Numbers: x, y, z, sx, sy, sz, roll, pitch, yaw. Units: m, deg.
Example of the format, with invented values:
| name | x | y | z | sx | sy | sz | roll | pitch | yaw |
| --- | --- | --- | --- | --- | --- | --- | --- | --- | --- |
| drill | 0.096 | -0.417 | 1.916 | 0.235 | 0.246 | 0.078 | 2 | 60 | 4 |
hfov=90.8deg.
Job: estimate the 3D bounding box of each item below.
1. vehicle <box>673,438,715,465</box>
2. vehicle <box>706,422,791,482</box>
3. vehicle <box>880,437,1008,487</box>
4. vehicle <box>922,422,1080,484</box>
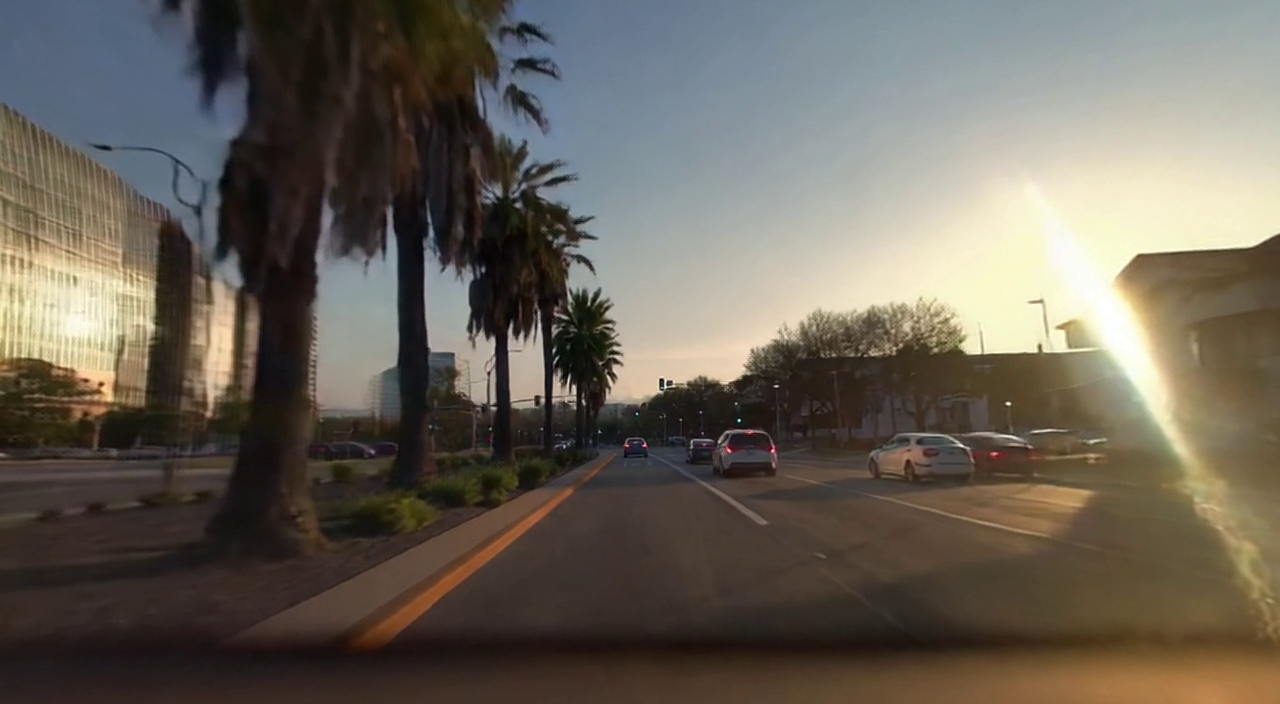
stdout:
| name | x | y | z | sx | sy | sz | roll | pitch | yaw |
| --- | --- | --- | --- | --- | --- | --- | --- | --- | --- |
| vehicle | 3.203 | 6.000 | 38.251 | 2.010 | 1.509 | 4.377 | 0 | -9 | -2 |
| vehicle | 3.757 | 3.584 | 22.838 | 2.104 | 1.910 | 4.693 | 0 | -9 | -2 |
| vehicle | 9.840 | 3.586 | 20.925 | 1.871 | 1.465 | 4.395 | 0 | -9 | -3 |
| vehicle | 12.719 | 3.625 | 22.850 | 2.157 | 1.937 | 5.386 | 0 | -9 | -5 |
